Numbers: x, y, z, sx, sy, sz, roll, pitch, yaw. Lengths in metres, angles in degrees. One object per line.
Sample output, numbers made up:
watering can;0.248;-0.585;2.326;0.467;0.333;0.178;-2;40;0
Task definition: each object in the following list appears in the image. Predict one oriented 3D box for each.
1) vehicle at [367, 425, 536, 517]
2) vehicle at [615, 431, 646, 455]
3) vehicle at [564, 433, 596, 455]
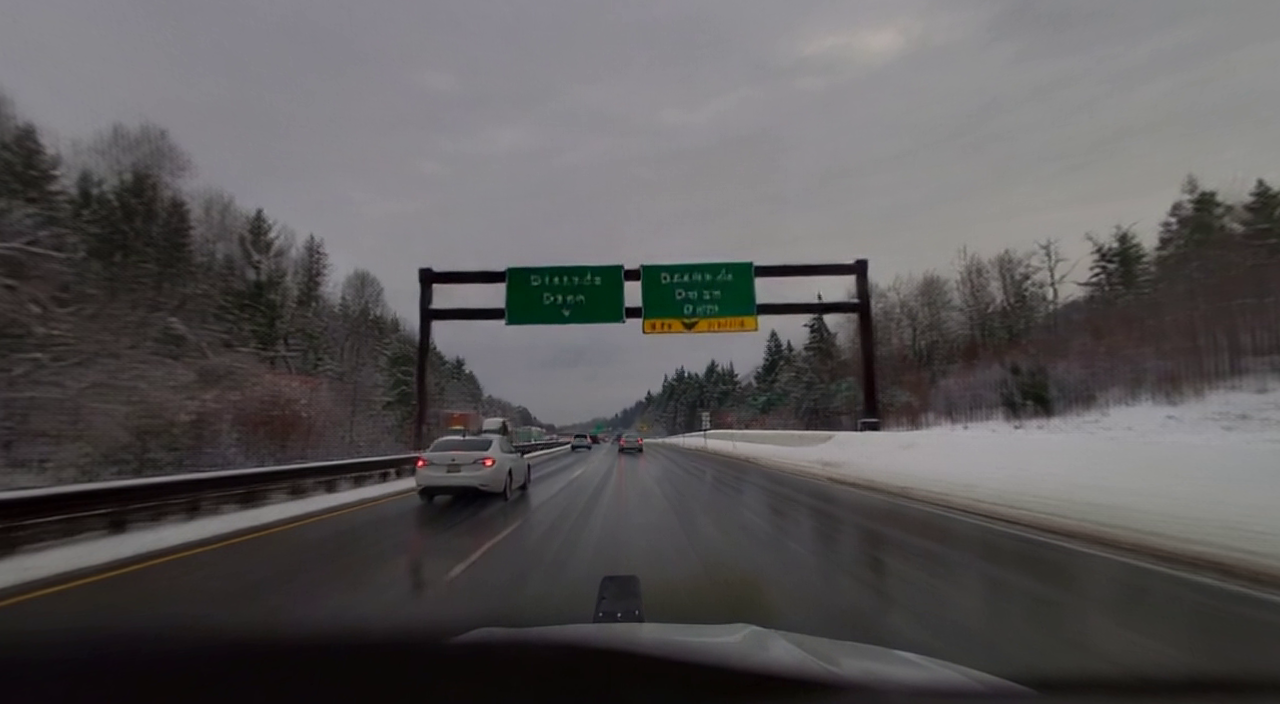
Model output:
vehicle;-3.479;2.281;12.680;1.989;1.497;4.645;0;-8;0
vehicle;-0.660;6.300;43.586;2.054;1.609;3.859;0;-8;-1
vehicle;-4.491;6.971;47.681;2.071;1.524;4.398;0;-8;-1
